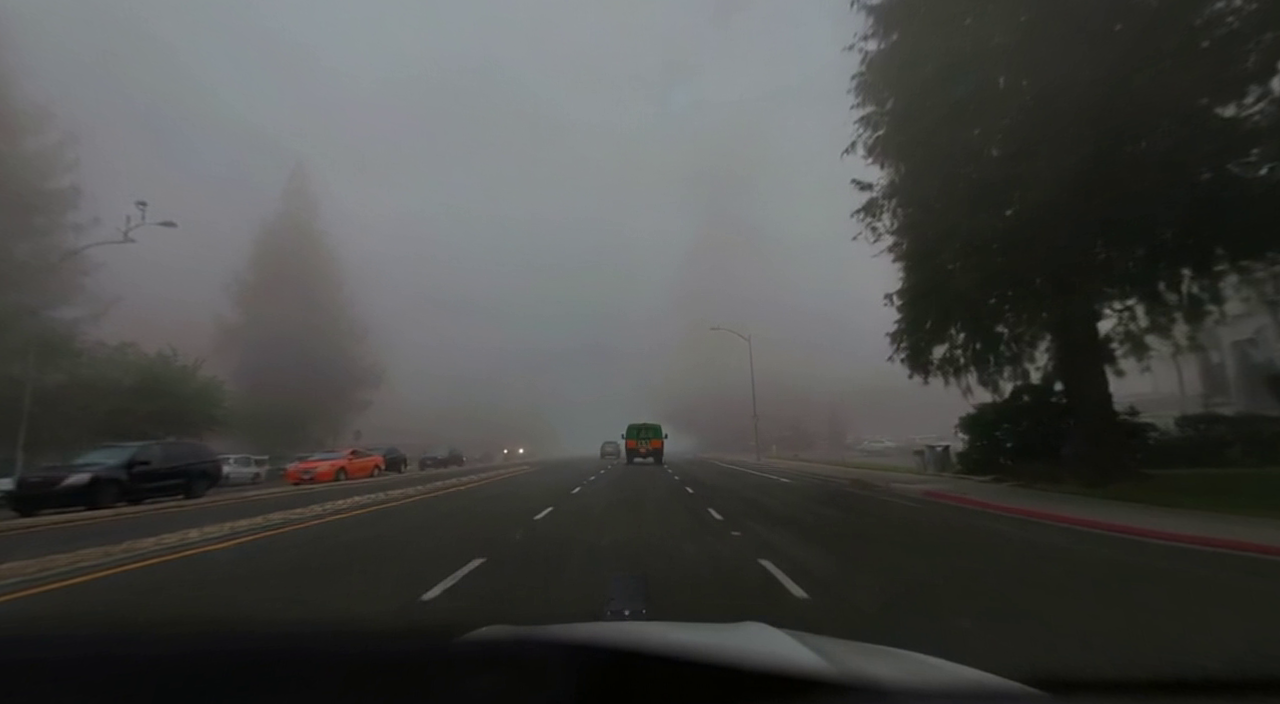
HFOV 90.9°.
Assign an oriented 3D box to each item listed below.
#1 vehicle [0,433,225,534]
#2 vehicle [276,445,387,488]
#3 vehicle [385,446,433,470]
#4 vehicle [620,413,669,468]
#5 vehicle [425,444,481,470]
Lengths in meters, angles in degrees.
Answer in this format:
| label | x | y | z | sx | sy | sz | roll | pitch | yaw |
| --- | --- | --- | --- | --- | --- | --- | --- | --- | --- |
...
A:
| label | x | y | z | sx | sy | sz | roll | pitch | yaw |
| --- | --- | --- | --- | --- | --- | --- | --- | --- | --- |
| vehicle | -12.329 | 2.870 | 14.545 | 2.068 | 1.747 | 5.040 | -4 | -6 | 2 |
| vehicle | -11.740 | 4.365 | 24.375 | 1.935 | 1.467 | 4.451 | 0 | -8 | 2 |
| vehicle | -17.942 | 8.240 | 49.196 | 1.899 | 1.727 | 4.464 | 0 | -8 | 3 |
| vehicle | 0.210 | 5.817 | 41.292 | 2.843 | 3.120 | 10.422 | 0 | -8 | -1 |
| vehicle | -11.433 | 6.437 | 38.836 | 1.884 | 1.486 | 4.566 | 0 | -8 | 2 |
